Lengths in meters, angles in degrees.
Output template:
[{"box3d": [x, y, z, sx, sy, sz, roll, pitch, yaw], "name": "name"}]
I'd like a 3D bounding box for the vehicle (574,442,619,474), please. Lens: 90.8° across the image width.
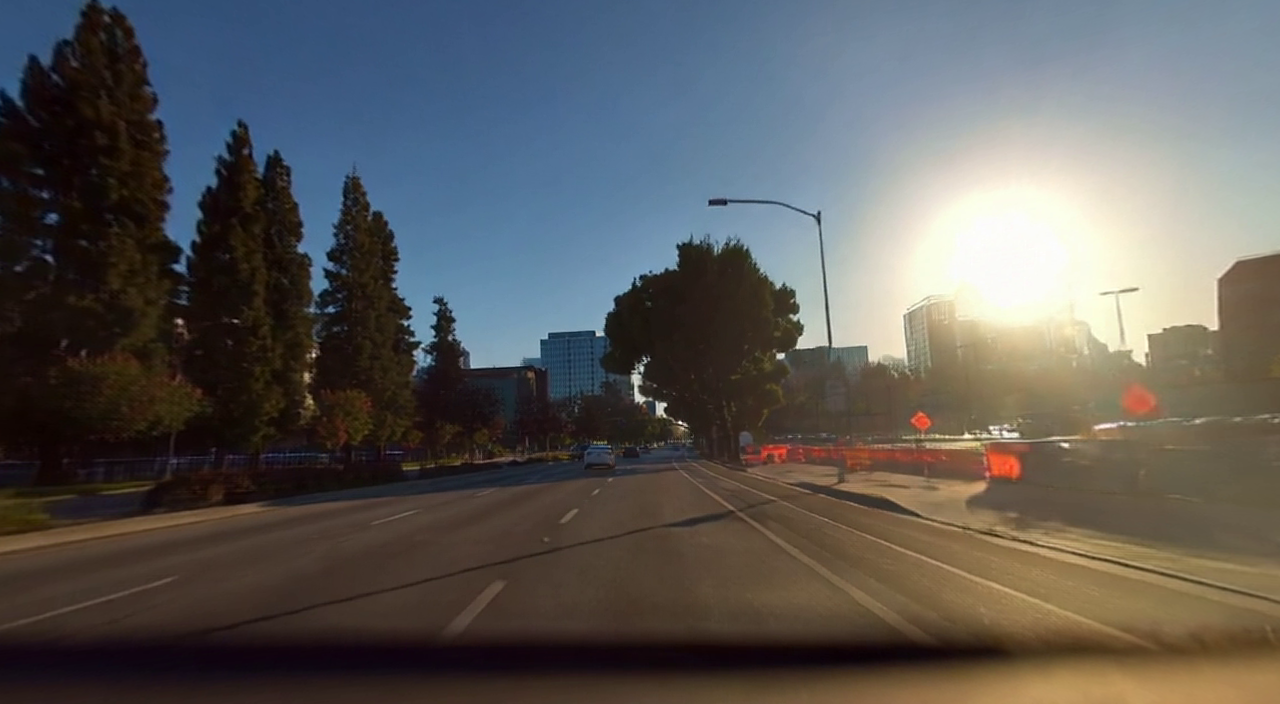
[{"box3d": [-2.369, 5.878, 35.257, 2.121, 1.654, 3.993, 0, -8, 2], "name": "vehicle"}]
